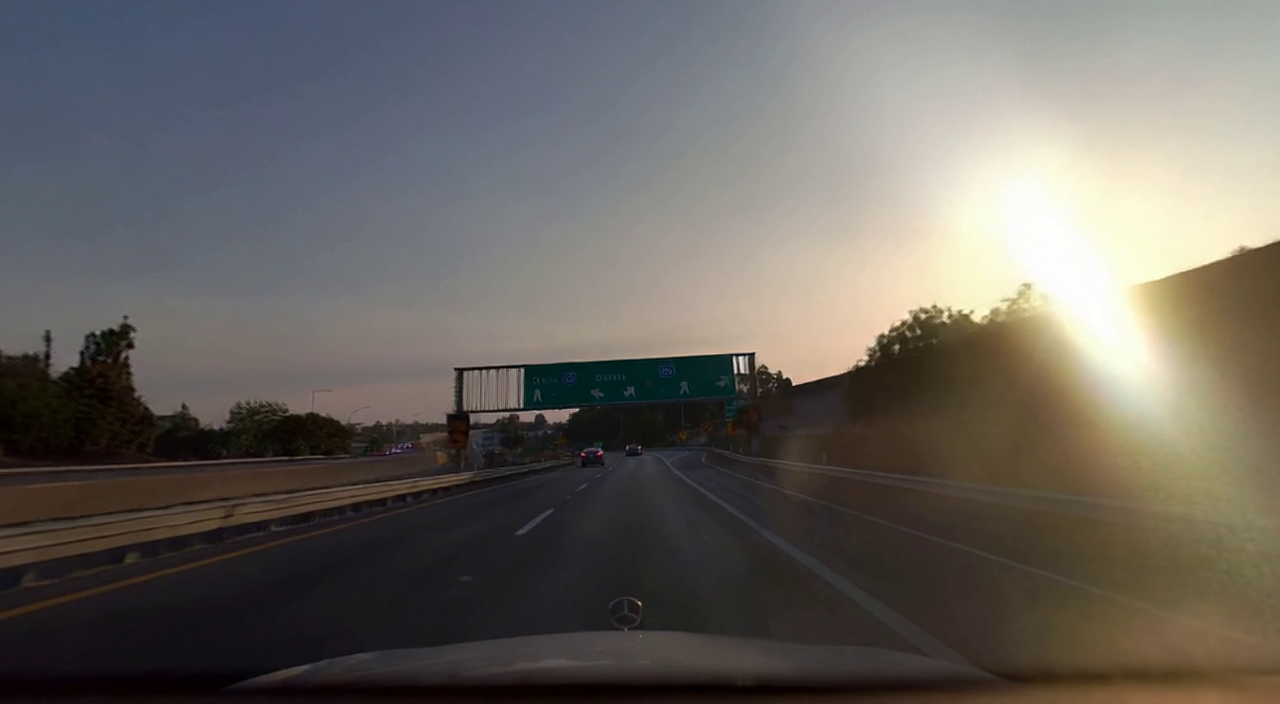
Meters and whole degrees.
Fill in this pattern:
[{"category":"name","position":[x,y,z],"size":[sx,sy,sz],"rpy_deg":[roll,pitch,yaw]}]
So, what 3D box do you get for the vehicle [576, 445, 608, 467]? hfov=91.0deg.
[{"category":"vehicle","position":[-3.699,8.127,49.473],"size":[2.234,1.588,4.484],"rpy_deg":[0,-8,-1]}]
